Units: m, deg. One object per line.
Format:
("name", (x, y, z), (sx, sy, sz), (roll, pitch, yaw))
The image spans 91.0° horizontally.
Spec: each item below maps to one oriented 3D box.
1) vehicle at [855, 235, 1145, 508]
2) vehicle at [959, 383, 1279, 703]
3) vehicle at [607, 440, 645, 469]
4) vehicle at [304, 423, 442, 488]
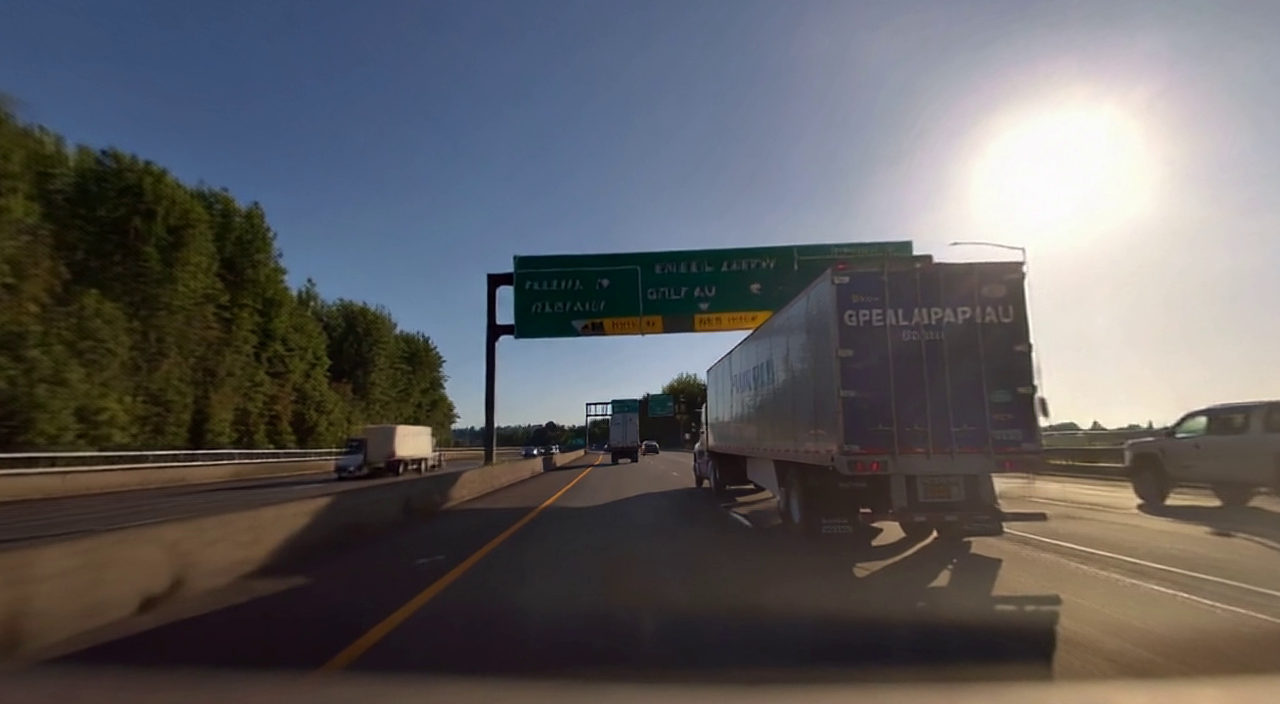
("vehicle", (4.325, 0.305, 8.032), (2.244, 3.047, 2.035), (0, -8, -2))
("vehicle", (4.625, 1.123, 4.539), (4.253, 1.543, 2.045), (4, -9, -30))
("vehicle", (-0.772, 5.548, 34.274), (1.943, 1.491, 3.459), (0, -8, -2))
("vehicle", (-12.431, 4.914, 30.565), (2.774, 2.621, 9.453), (0, -8, -1))
